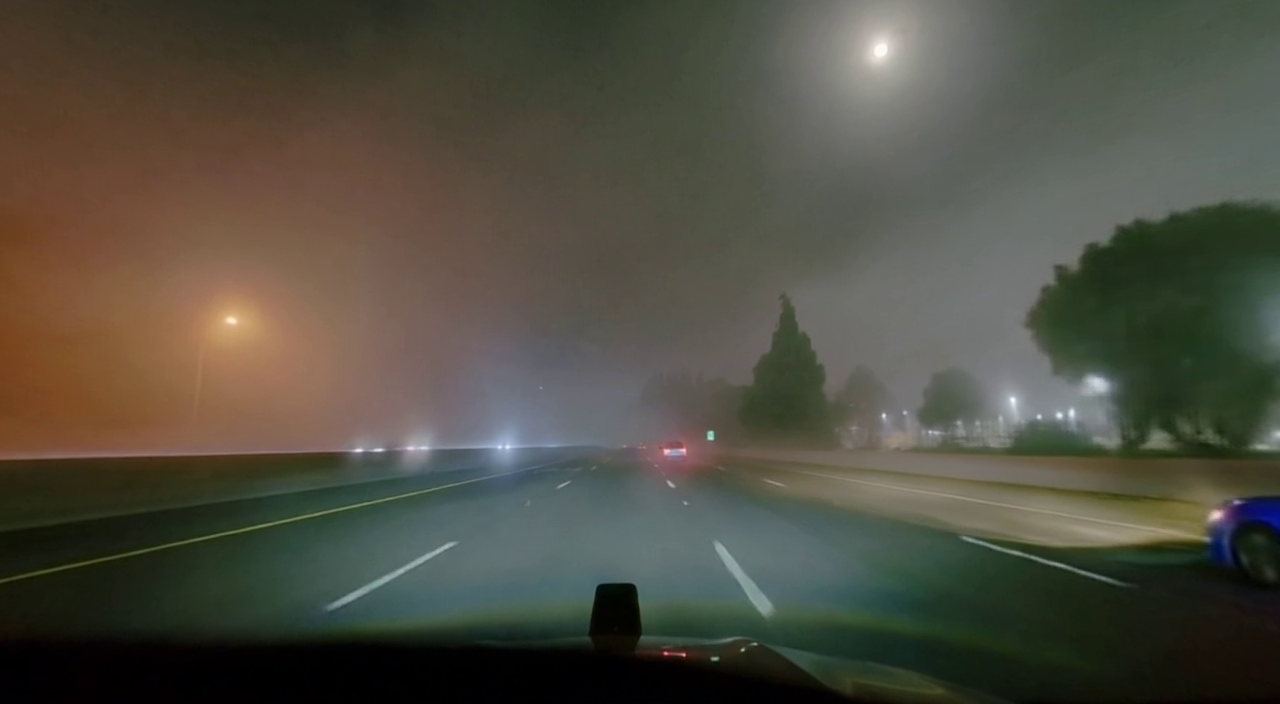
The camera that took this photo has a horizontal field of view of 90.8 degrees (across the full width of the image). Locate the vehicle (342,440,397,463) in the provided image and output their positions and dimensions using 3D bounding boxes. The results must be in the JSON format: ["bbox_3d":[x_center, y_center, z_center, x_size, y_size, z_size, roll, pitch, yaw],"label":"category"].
[{"bbox_3d":[-18.160,6.701,42.625,1.887,1.491,4.016,0,-9,0],"label":"vehicle"}]

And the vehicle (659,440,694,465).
[{"bbox_3d":[2.515,7.095,44.801,2.127,1.692,4.382,0,-9,-1],"label":"vehicle"}]
